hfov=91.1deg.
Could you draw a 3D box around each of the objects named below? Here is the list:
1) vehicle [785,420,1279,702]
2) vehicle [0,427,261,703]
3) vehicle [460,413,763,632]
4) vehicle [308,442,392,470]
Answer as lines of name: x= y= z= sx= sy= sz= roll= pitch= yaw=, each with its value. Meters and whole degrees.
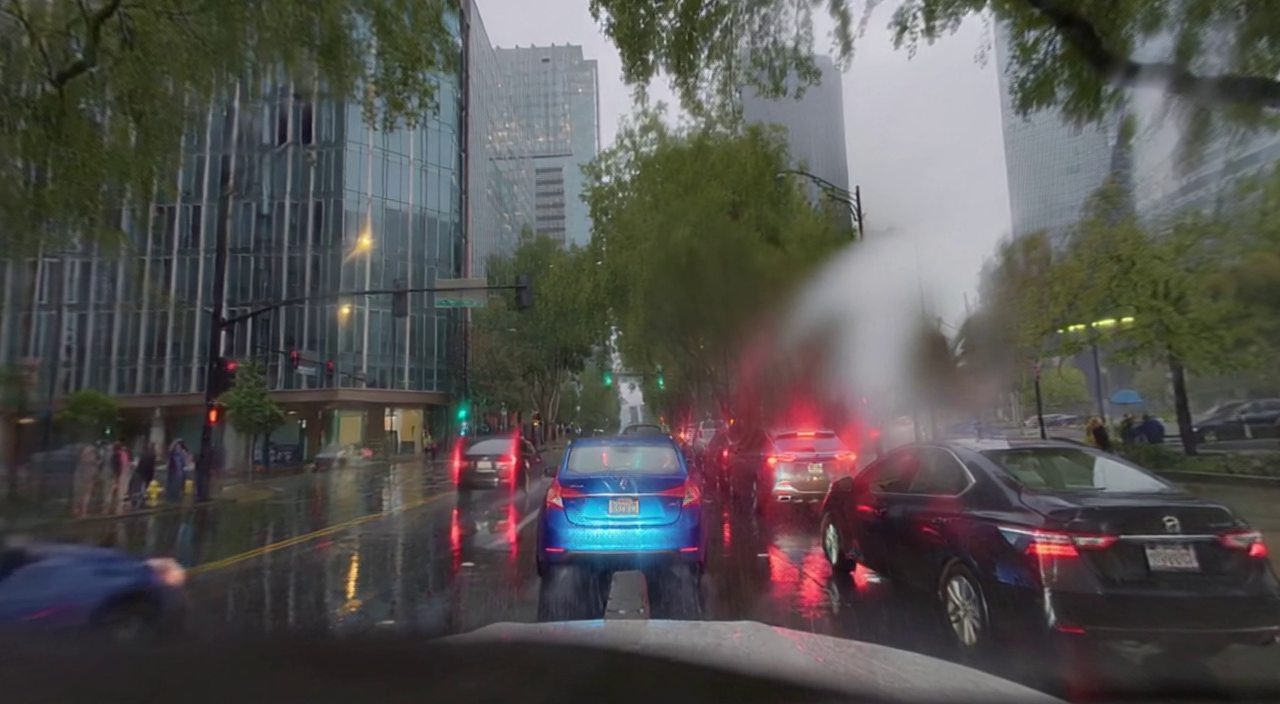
vehicle: x=2.757 y=1.405 z=5.443 sx=1.952 sy=1.464 sz=4.165 roll=0 pitch=-8 yaw=-1
vehicle: x=-3.462 y=0.906 z=1.726 sx=1.957 sy=1.427 sz=4.531 roll=0 pitch=-8 yaw=1
vehicle: x=-0.268 y=1.469 z=6.411 sx=2.072 sy=1.476 sz=4.078 roll=0 pitch=-8 yaw=-2
vehicle: x=-16.780 y=6.009 z=36.390 sx=4.265 sy=1.531 sz=1.857 roll=-3 pitch=-9 yaw=20
